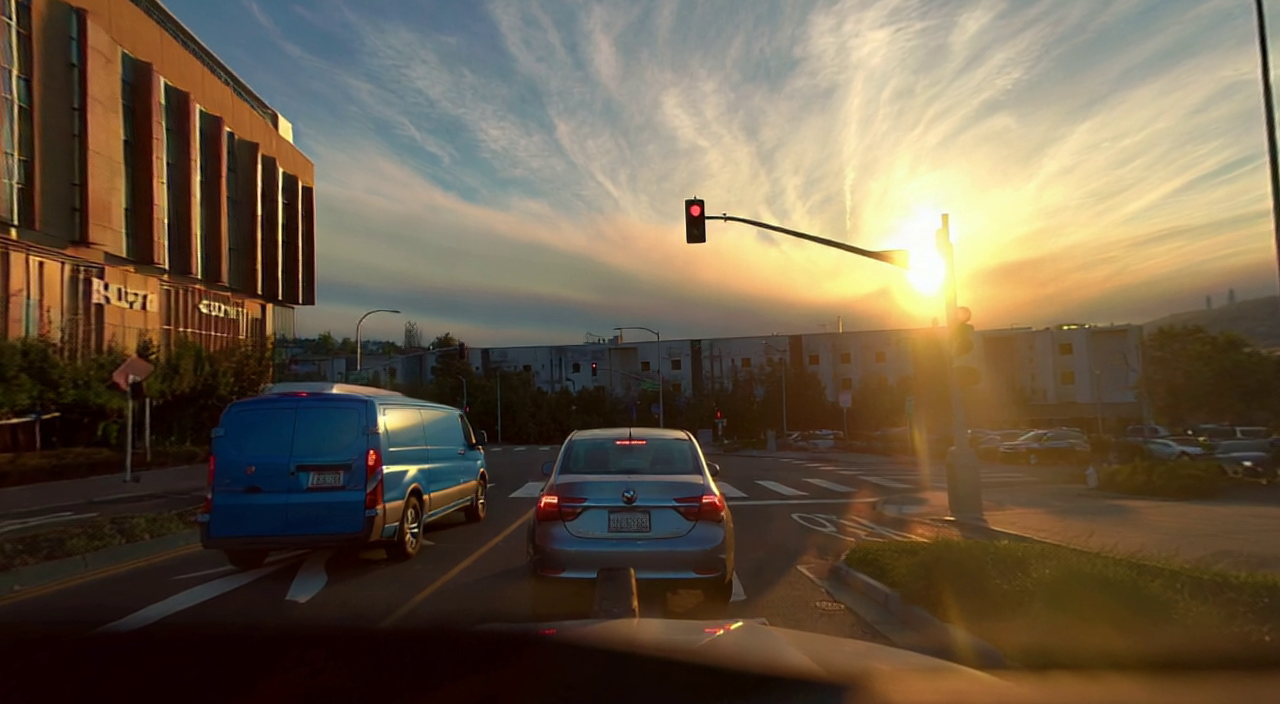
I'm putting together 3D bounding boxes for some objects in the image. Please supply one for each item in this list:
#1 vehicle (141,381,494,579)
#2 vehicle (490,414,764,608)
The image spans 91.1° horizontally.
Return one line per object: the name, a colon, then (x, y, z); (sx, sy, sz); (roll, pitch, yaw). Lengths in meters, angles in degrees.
vehicle: (-3.577, 1.513, 8.424); (2.076, 1.820, 5.100); (0, -8, -1)
vehicle: (-0.106, 1.464, 6.783); (2.064, 1.452, 3.942); (0, -8, 0)
